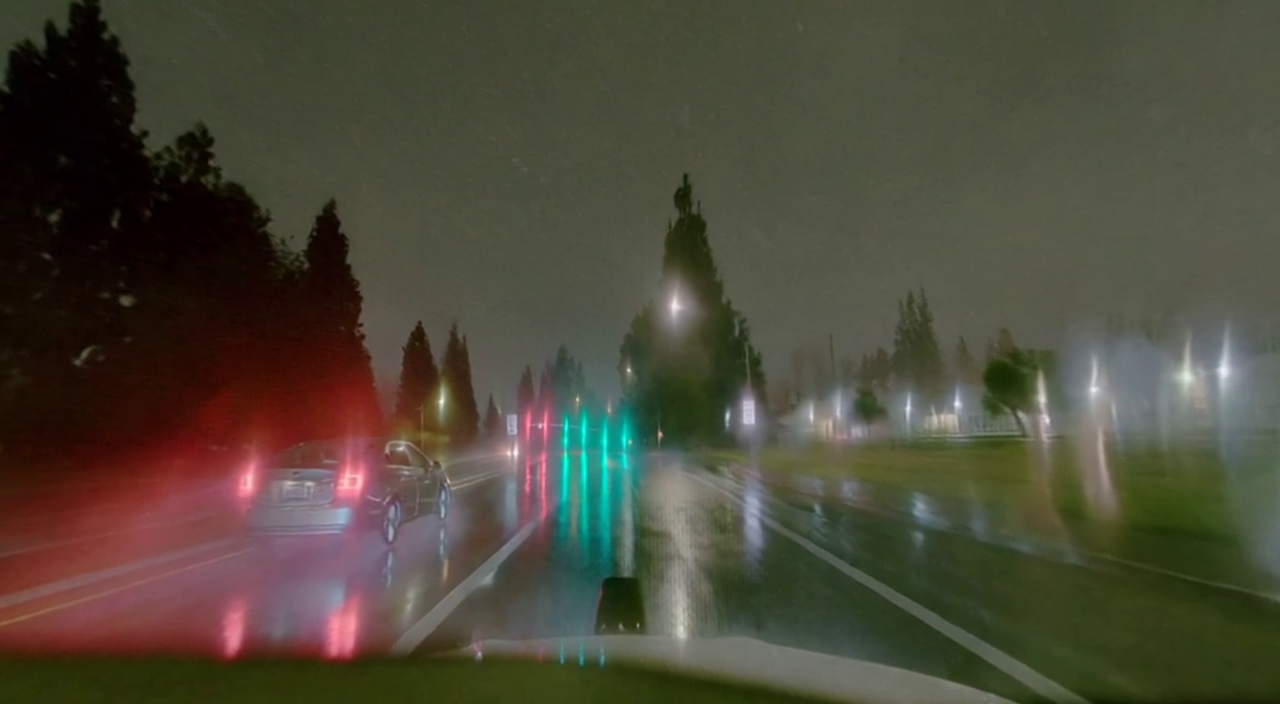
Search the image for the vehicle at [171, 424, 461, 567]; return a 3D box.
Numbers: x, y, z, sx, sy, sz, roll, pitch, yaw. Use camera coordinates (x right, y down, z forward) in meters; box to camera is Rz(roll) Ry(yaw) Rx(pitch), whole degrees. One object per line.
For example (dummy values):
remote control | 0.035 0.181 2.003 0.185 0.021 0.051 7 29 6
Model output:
vehicle | -4.112 1.869 9.013 1.915 1.521 4.283 0 -9 -1
